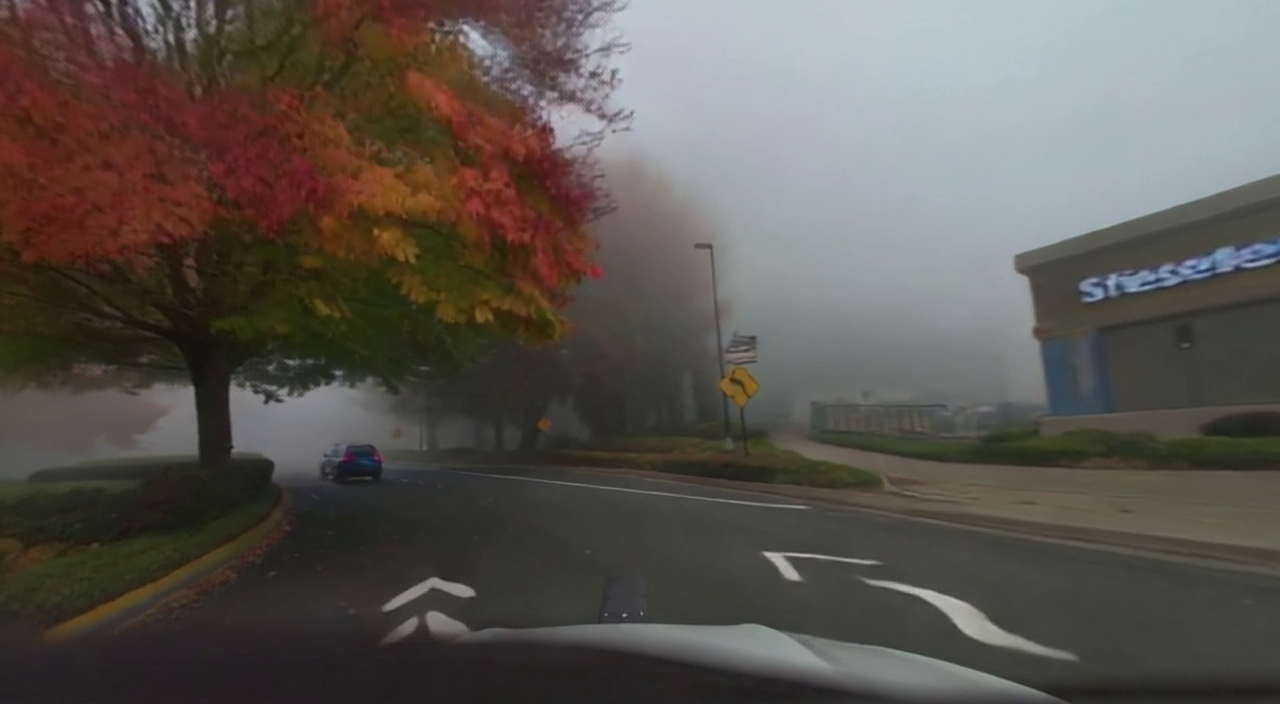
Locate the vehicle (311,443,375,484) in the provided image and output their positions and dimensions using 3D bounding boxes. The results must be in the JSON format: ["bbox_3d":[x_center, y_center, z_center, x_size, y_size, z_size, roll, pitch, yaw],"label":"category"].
[{"bbox_3d":[-14.817,5.430,31.267,2.146,1.814,5.110,5,-10,-32],"label":"vehicle"}]
